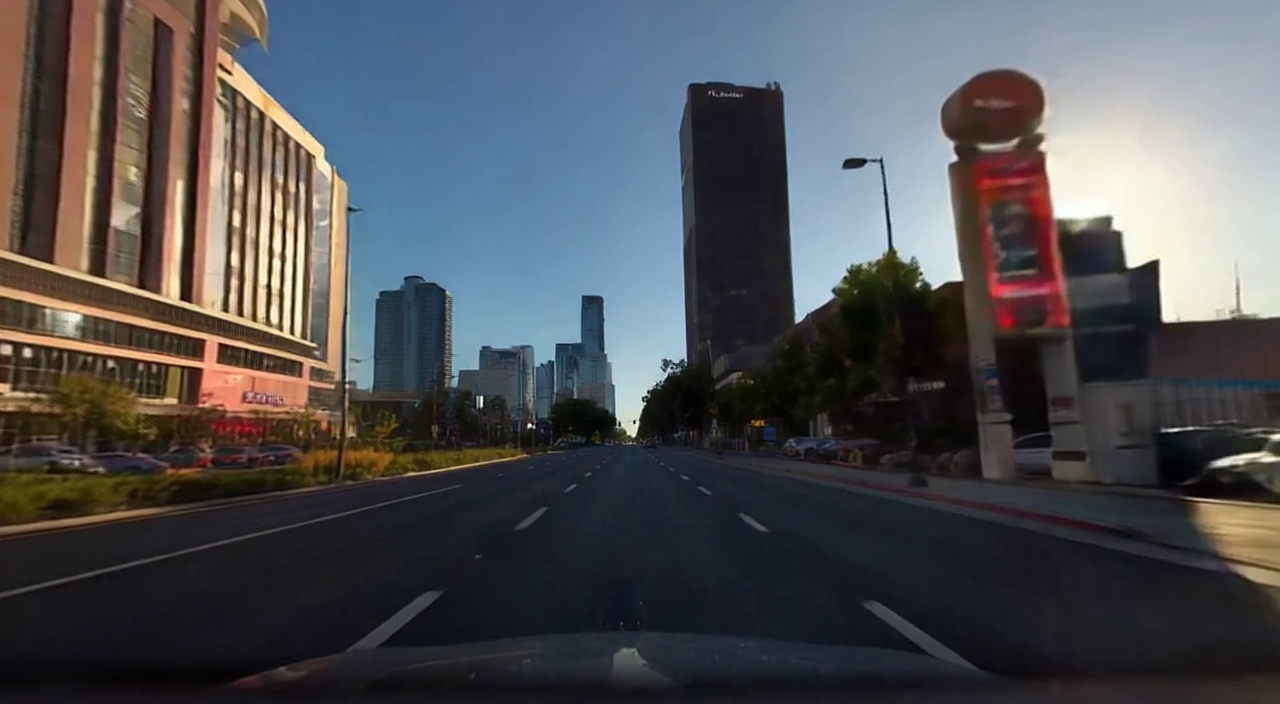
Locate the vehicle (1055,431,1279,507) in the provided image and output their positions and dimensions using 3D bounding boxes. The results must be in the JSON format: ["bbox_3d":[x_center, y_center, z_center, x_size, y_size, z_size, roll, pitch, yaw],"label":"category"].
[{"bbox_3d":[12.801,2.776,15.443,1.928,1.465,4.874,-2,-9,-1],"label":"vehicle"}]

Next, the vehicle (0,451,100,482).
[{"bbox_3d":[-30.221,5.757,31.797,4.311,1.457,1.808,0,-8,-2],"label":"vehicle"}]

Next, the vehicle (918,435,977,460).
[{"bbox_3d":[22.925,7.121,47.274,1.997,1.784,4.921,0,-8,1],"label":"vehicle"}]

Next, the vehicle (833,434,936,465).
[{"bbox_3d":[14.227,5.728,37.018,5.134,1.732,2.047,0,-8,0],"label":"vehicle"}]

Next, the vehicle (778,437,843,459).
[{"bbox_3d":[13.312,7.542,49.459,4.386,1.570,2.043,-1,-9,-2],"label":"vehicle"}]

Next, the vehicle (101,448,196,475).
[{"bbox_3d":[-30.702,6.835,39.524,4.323,1.467,1.895,-2,-9,-1],"label":"vehicle"}]

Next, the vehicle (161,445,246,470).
[{"bbox_3d":[-30.810,7.445,44.708,4.441,1.667,2.223,-1,-8,6],"label":"vehicle"}]
